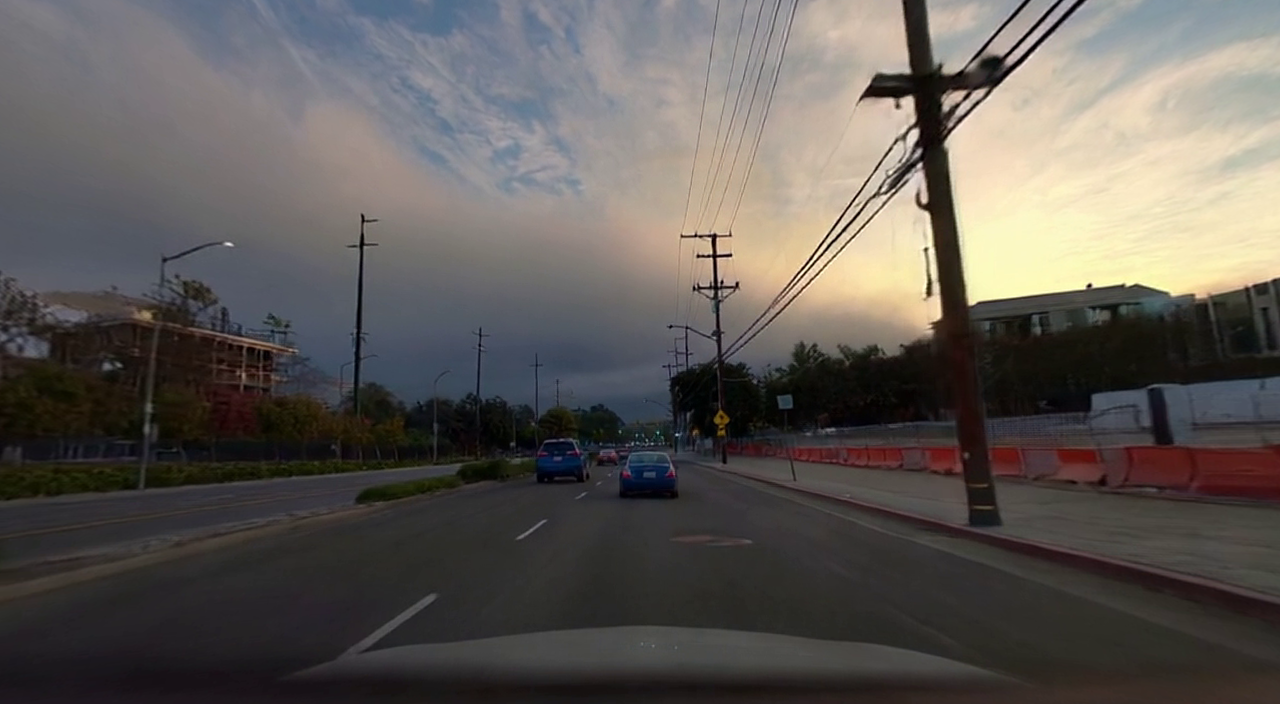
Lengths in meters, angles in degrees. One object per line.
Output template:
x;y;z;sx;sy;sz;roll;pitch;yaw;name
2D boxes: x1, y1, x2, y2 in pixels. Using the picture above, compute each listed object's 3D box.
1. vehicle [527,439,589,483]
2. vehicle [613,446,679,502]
-3.558;4.841;28.180;2.078;1.804;4.387;-1;-8;2;vehicle
0.181;4.106;21.565;2.059;1.691;3.980;0;-8;0;vehicle
